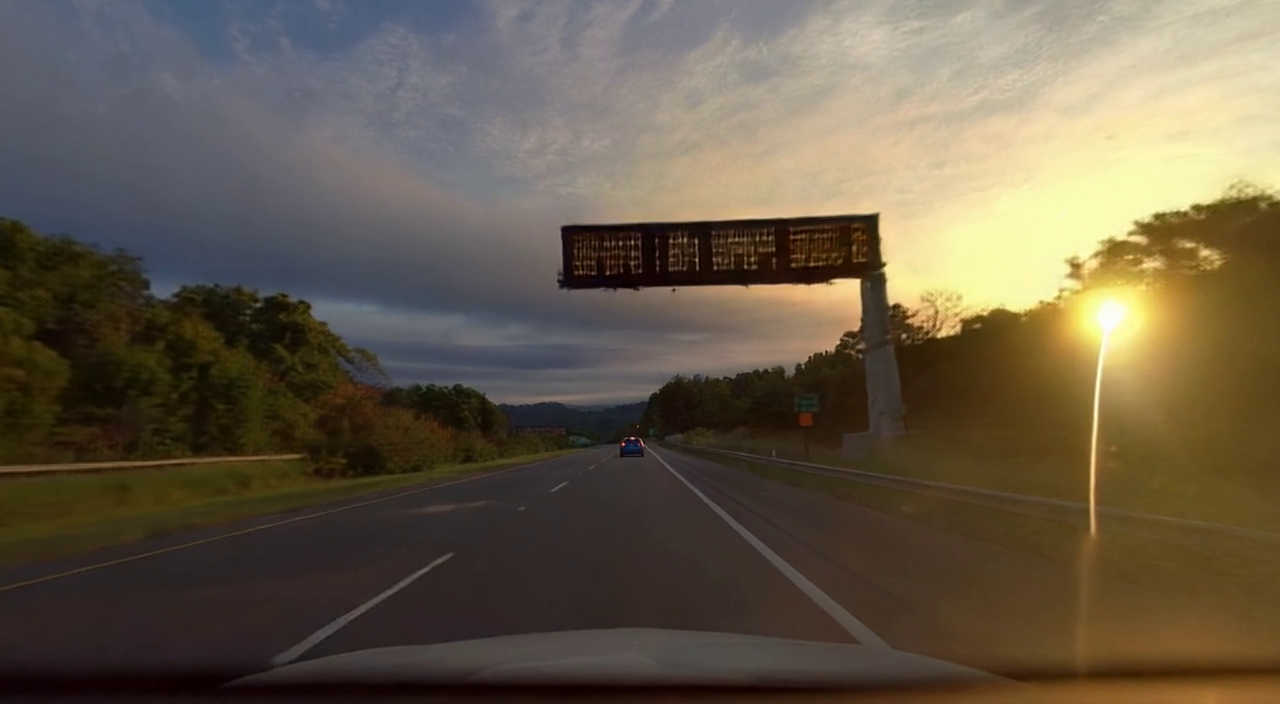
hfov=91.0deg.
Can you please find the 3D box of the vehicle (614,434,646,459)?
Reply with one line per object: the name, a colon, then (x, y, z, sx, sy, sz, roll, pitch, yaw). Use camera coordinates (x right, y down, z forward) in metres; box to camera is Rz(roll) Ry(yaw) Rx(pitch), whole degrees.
vehicle: (-0.712, 6.661, 44.538, 2.180, 1.717, 4.139, 0, -8, -1)
